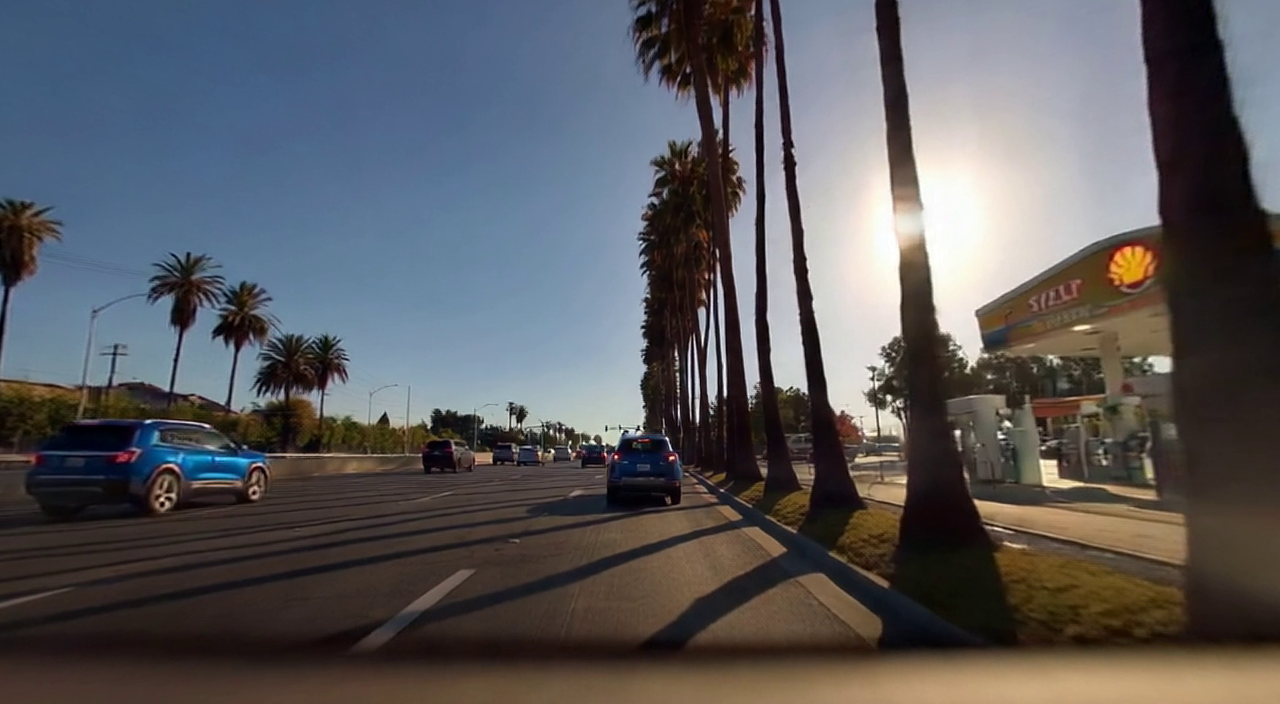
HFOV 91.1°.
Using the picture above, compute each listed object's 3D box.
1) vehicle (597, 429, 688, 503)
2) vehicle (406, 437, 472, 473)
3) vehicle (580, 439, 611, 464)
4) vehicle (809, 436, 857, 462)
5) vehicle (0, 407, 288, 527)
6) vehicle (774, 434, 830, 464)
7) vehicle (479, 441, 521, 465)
[{"bbox_3d":[0.100,2.963,16.707,2.121,1.710,3.893,0,-9,1],"label":"vehicle"},{"bbox_3d":[-10.550,5.423,33.279,1.965,1.743,4.327,0,-9,1],"label":"vehicle"},{"bbox_3d":[-3.408,7.801,49.382,2.077,1.832,4.706,0,-9,0],"label":"vehicle"},{"bbox_3d":[12.026,6.055,39.326,1.681,1.503,3.781,0,-8,-2],"label":"vehicle"},{"bbox_3d":[-9.956,2.270,12.924,2.269,1.934,5.350,0,-9,0],"label":"vehicle"},{"bbox_3d":[8.283,4.938,31.953,1.837,1.416,3.947,-4,-10,28],"label":"vehicle"},{"bbox_3d":[-10.492,7.581,47.308,1.998,1.731,4.952,0,-9,0],"label":"vehicle"}]
